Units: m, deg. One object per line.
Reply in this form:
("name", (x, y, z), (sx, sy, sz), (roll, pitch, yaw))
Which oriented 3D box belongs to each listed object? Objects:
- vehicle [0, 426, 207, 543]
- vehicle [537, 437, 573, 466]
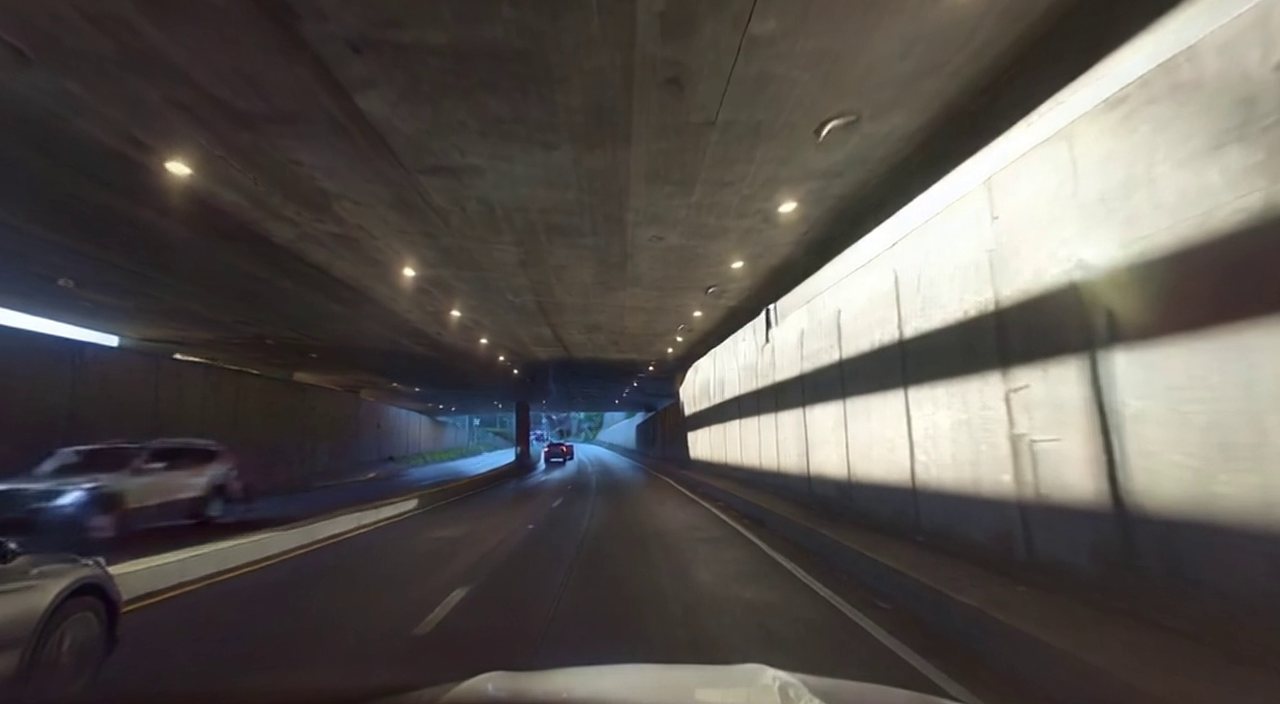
("vehicle", (-8.865, 1.917, 9.621), (1.691, 1.439, 4.136), (0, -8, -2))
("vehicle", (-5.474, 6.435, 40.931), (1.961, 1.725, 4.315), (0, -8, -3))
